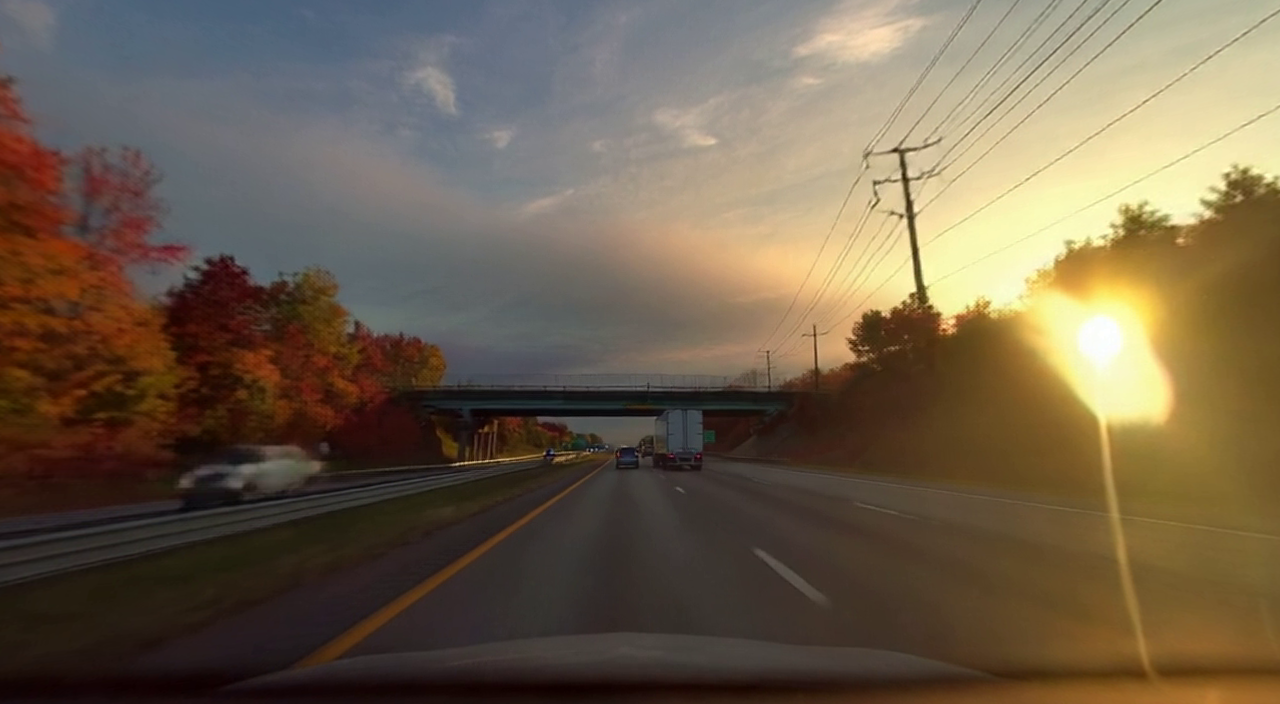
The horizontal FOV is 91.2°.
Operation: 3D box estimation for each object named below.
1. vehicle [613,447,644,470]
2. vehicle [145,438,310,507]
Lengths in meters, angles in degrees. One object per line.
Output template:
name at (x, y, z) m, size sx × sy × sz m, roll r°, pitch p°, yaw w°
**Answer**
vehicle at (-0.771, 7.164, 42.290) m, size 1.961 × 1.454 × 3.755 m, roll 0°, pitch -9°, yaw -1°
vehicle at (-13.433, 3.931, 20.917) m, size 2.127 × 1.971 × 4.852 m, roll 0°, pitch -9°, yaw 0°
